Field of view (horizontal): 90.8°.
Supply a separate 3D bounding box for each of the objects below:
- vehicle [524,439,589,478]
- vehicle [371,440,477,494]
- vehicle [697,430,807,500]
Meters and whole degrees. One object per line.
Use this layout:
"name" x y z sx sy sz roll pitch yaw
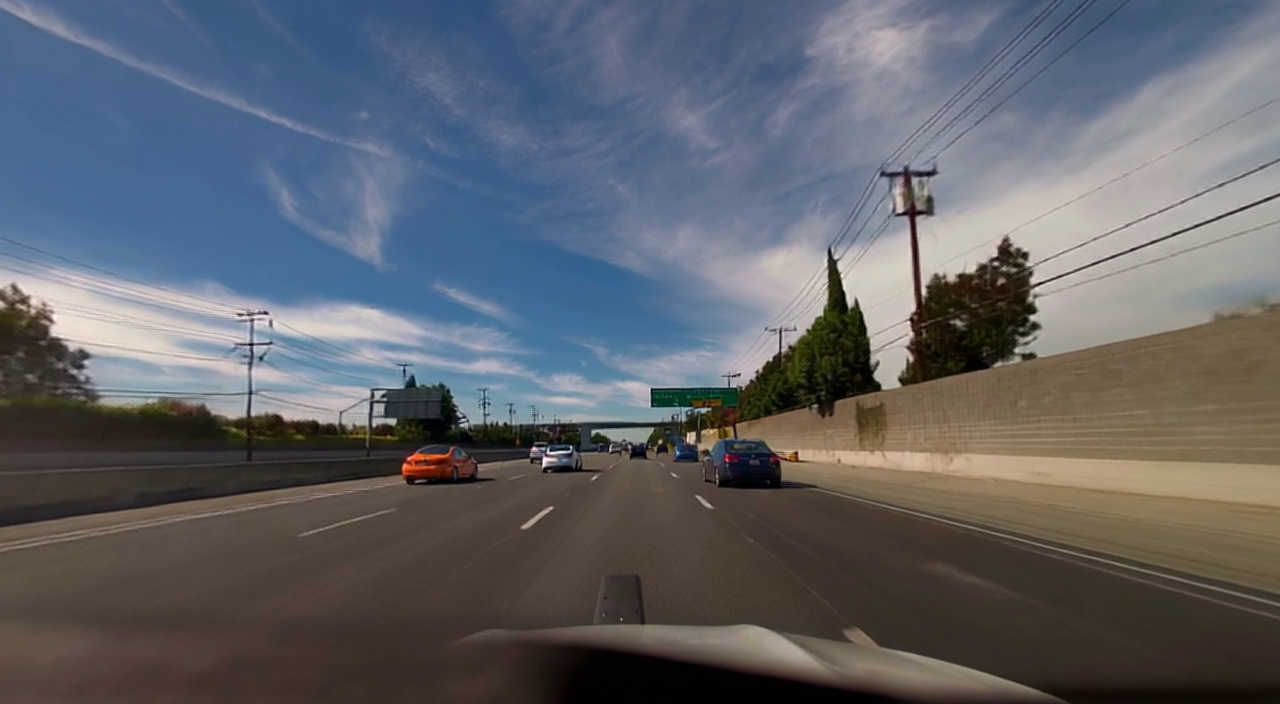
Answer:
"vehicle" -3.419 4.475 26.743 2.066 1.488 4.377 0 -8 1
"vehicle" -6.641 3.554 19.942 1.903 1.482 4.180 0 -8 0
"vehicle" 2.881 3.021 17.348 2.100 1.659 4.387 0 -8 -1
